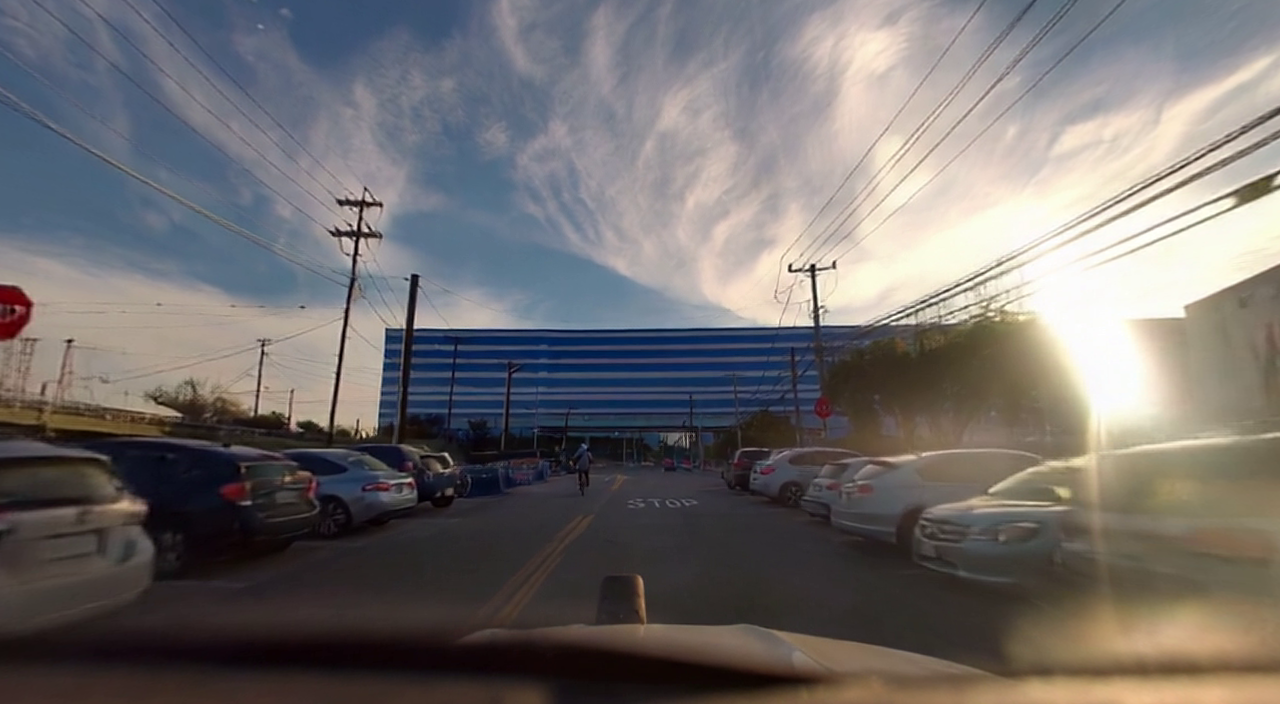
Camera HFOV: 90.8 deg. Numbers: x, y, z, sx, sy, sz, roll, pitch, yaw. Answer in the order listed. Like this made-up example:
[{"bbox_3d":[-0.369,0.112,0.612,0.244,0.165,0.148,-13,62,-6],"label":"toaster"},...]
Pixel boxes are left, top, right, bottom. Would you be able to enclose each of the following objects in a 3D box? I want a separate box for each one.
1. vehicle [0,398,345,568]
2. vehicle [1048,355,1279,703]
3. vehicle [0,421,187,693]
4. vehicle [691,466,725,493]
[{"bbox_3d":[-6.556,1.587,7.995,4.515,1.689,1.942,4,-11,-2],"label":"vehicle"},{"bbox_3d":[4.534,0.970,2.712,4.100,1.546,2.092,3,-12,1],"label":"vehicle"},{"bbox_3d":[-6.110,1.207,3.906,5.099,1.491,1.868,0,-9,-1],"label":"vehicle"},{"bbox_3d":[5.041,9.534,47.368,2.007,1.804,4.136,0,-9,-2],"label":"vehicle"}]
